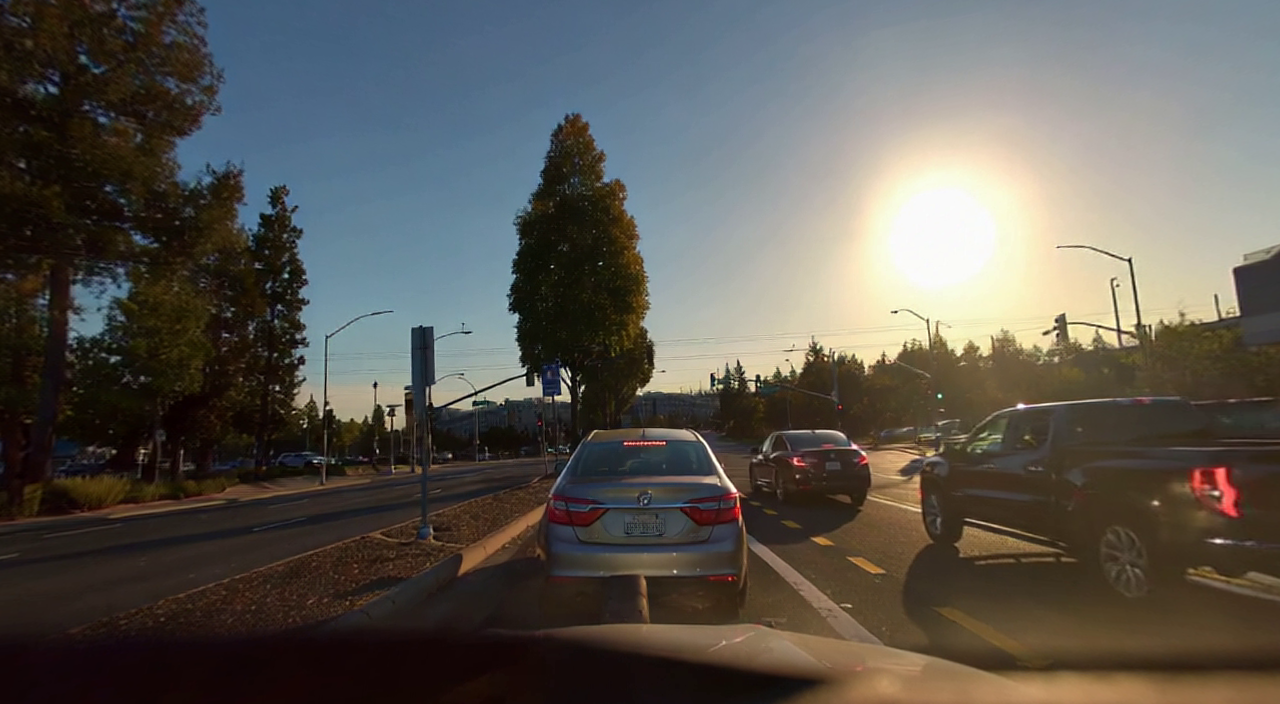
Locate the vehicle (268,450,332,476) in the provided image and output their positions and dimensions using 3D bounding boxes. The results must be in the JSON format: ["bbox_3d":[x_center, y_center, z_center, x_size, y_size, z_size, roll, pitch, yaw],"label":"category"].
[{"bbox_3d":[-24.081,7.848,44.876,1.798,1.706,4.385,-1,-8,6],"label":"vehicle"}]

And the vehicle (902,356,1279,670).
[{"bbox_3d":[4.534,1.248,6.014,2.019,1.803,4.634,0,-8,0],"label":"vehicle"}]

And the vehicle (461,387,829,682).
[{"bbox_3d":[-0.010,1.339,5.699,2.116,1.677,3.948,0,-8,-1],"label":"vehicle"}]
